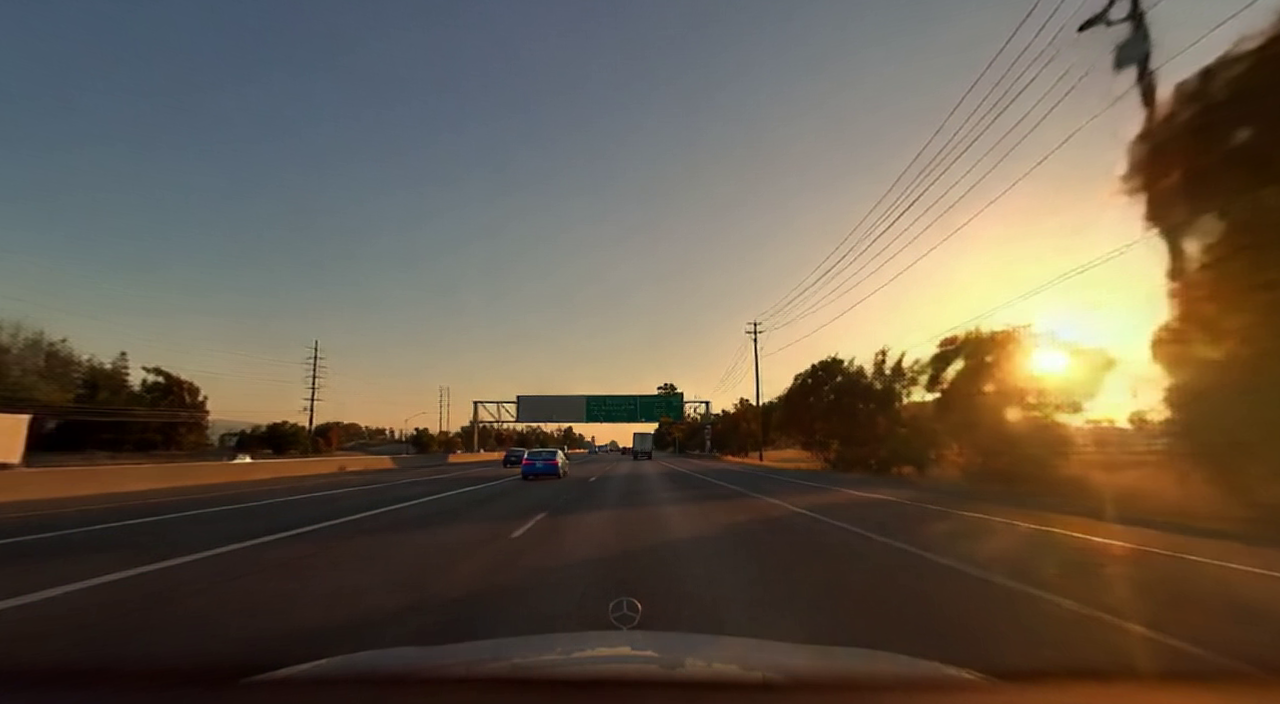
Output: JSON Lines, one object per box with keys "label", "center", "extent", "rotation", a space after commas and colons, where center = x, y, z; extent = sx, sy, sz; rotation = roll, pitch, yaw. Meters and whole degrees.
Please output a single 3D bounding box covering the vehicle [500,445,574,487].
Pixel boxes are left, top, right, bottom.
{"label": "vehicle", "center": [-3.953, 4.482, 25.006], "extent": [2.104, 1.501, 4.459], "rotation": [0, -9, 1]}
